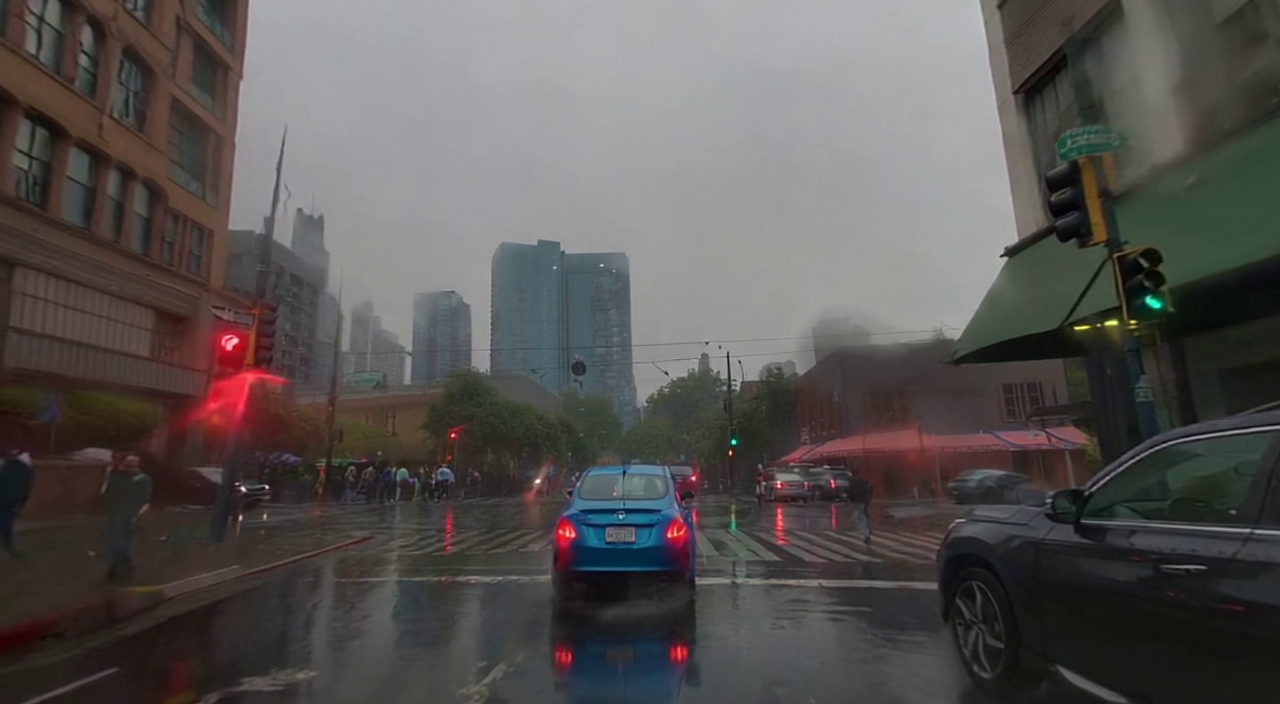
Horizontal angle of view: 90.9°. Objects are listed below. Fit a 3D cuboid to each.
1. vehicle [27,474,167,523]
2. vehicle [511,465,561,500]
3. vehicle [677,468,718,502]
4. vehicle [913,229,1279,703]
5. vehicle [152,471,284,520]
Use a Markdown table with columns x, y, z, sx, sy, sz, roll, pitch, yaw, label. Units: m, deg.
| x | y | z | sx | sy | sz | roll | pitch | yaw | label |
| --- | --- | --- | --- | --- | --- | --- | --- | --- | --- |
| -25.457 | 6.850 | 29.698 | 4.588 | 2.048 | 2.110 | 0 | -9 | 1 | vehicle |
| -6.344 | 8.005 | 38.986 | 2.226 | 1.896 | 4.438 | -1 | -9 | 1 | vehicle |
| 3.477 | 8.130 | 38.775 | 1.908 | 1.741 | 4.066 | 0 | -9 | -3 | vehicle |
| 3.200 | 0.534 | 1.215 | 2.632 | 1.979 | 6.096 | 0 | -9 | 0 | vehicle |
| -19.767 | 6.724 | 29.679 | 4.750 | 2.083 | 2.002 | -1 | -9 | 3 | vehicle |
